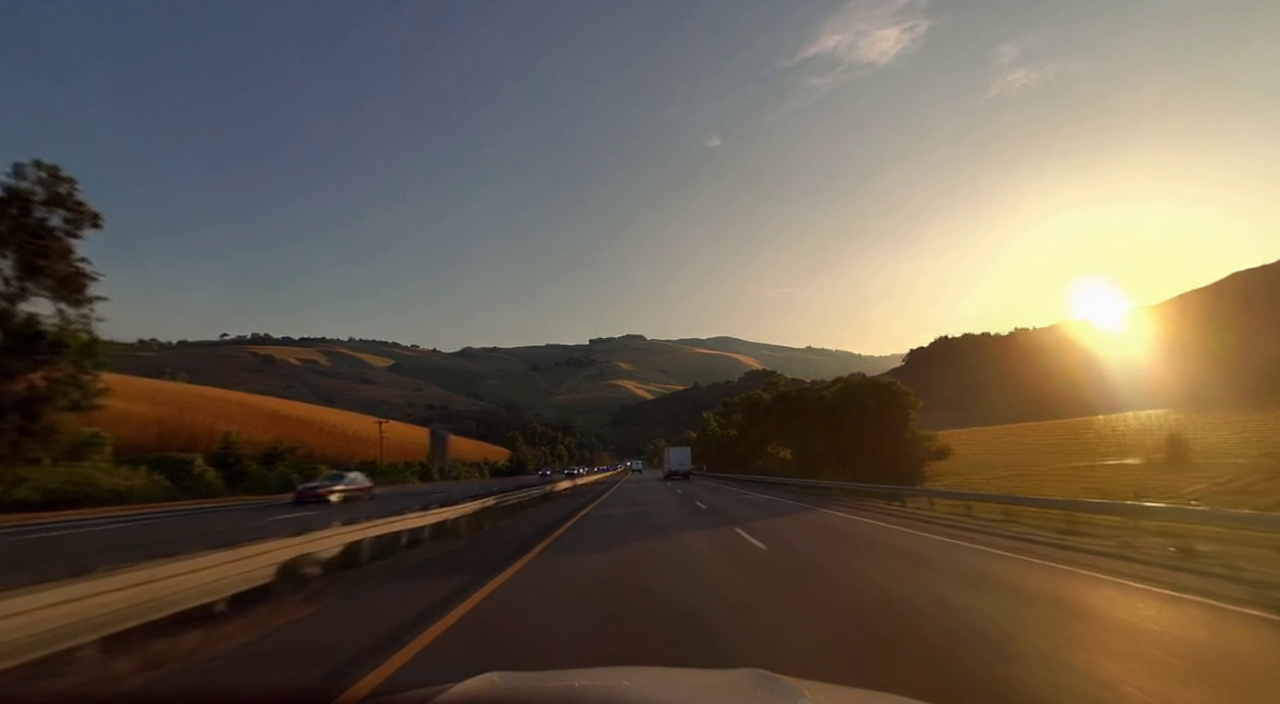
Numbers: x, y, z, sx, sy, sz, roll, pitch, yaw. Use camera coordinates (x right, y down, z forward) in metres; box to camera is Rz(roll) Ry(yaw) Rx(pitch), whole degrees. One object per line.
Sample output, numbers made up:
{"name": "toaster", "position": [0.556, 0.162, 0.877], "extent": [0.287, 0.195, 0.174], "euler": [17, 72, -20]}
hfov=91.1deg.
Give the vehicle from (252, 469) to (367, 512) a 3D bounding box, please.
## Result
{"name": "vehicle", "position": [-12.752, 5.352, 24.645], "extent": [1.884, 1.497, 4.704], "euler": [0, -10, 1]}
